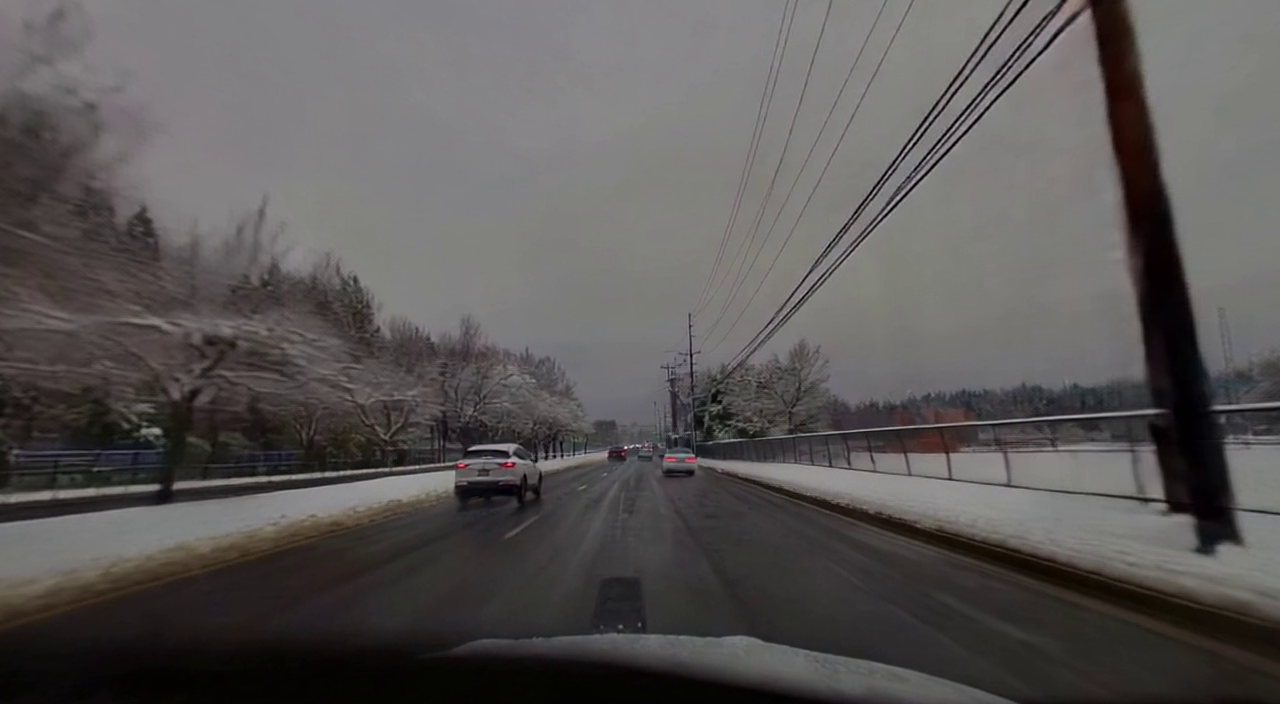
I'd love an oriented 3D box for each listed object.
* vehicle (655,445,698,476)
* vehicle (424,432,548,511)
[{"bbox_3d":[1.857,5.693,33.144,2.059,1.486,3.980,0,-8,1],"label":"vehicle"},{"bbox_3d":[-3.684,2.947,15.957,1.950,1.692,4.397,0,-8,1],"label":"vehicle"}]
